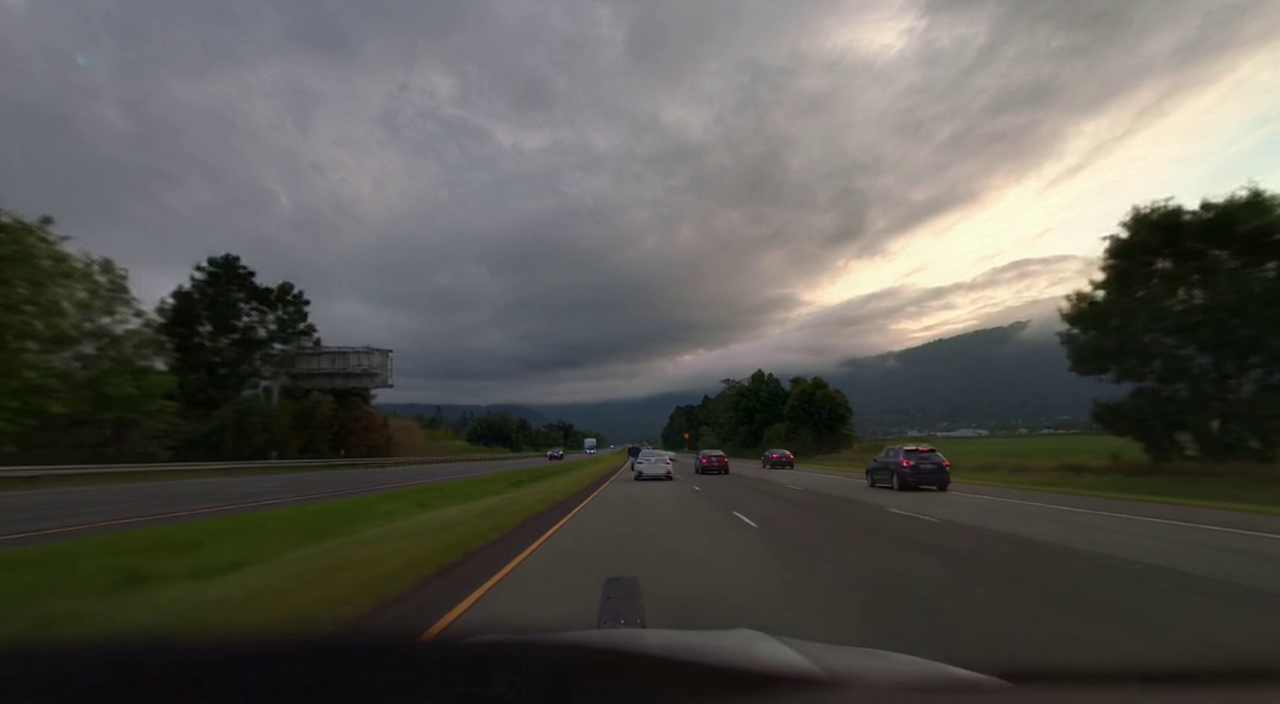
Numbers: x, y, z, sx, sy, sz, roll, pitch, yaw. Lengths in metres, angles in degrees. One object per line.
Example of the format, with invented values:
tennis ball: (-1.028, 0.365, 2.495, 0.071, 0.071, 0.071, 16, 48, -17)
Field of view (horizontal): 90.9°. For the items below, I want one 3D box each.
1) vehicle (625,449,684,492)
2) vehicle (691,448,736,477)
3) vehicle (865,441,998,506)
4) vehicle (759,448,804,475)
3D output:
vehicle: (0.511, 4.372, 23.587, 2.020, 1.426, 3.702, 0, -9, 0)
vehicle: (4.162, 6.325, 36.250, 1.981, 1.518, 4.029, 0, -9, -1)
vehicle: (7.891, 3.303, 17.509, 1.847, 1.554, 3.752, 0, -9, -1)
vehicle: (8.936, 6.903, 40.023, 1.957, 1.594, 3.632, 0, -9, -1)
